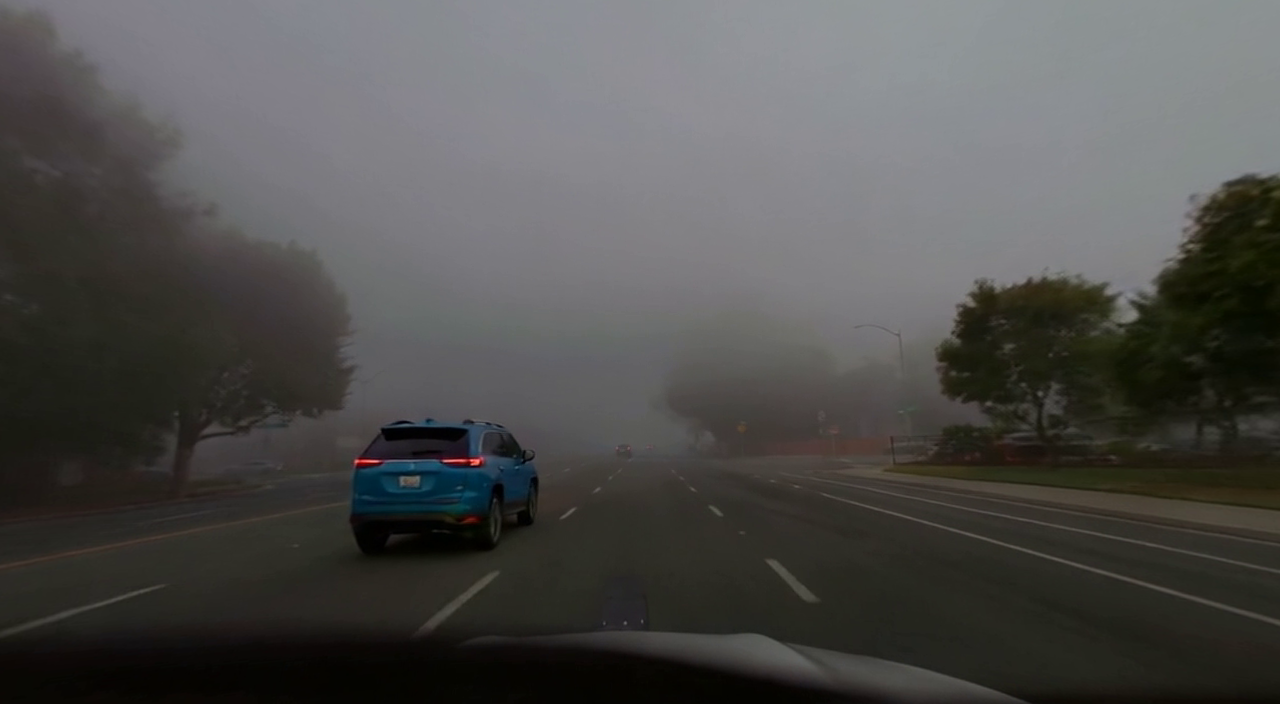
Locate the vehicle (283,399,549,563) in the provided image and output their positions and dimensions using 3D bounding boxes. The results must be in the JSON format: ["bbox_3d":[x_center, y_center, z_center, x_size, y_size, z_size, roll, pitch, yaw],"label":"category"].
[{"bbox_3d":[-2.895,1.811,9.590,2.179,1.851,4.756,0,-8,1],"label":"vehicle"}]
